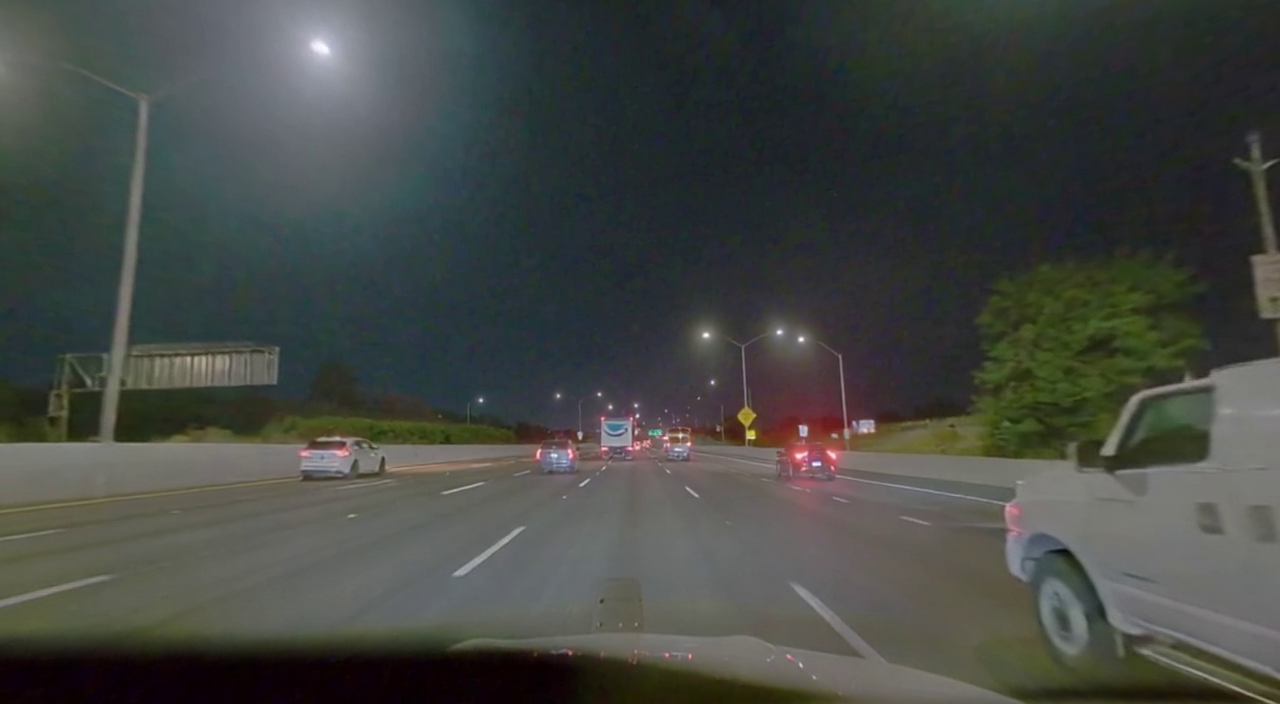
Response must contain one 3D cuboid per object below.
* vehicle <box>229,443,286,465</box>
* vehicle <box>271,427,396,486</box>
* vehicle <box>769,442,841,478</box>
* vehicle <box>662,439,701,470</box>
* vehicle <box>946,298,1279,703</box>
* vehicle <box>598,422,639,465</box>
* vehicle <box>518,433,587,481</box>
[{"bbox_3d":[-28.566,7.633,47.171,1.709,1.502,3.856,0,-9,1],"label":"vehicle"},{"bbox_3d":[-10.117,3.494,21.240,2.023,1.739,4.229,0,-9,1],"label":"vehicle"},{"bbox_3d":[7.384,4.867,28.689,1.970,1.499,4.491,1,-9,-1],"label":"vehicle"},{"bbox_3d":[2.326,5.878,36.236,2.067,1.654,3.985,0,-9,1],"label":"vehicle"},{"bbox_3d":[3.069,0.624,1.320,2.179,1.739,5.331,0,-9,0],"label":"vehicle"},{"bbox_3d":[-1.393,6.353,43.555,2.456,2.705,6.251,0,-9,2],"label":"vehicle"},{"bbox_3d":[-3.322,4.085,24.787,2.095,1.688,4.188,0,-9,0],"label":"vehicle"}]
